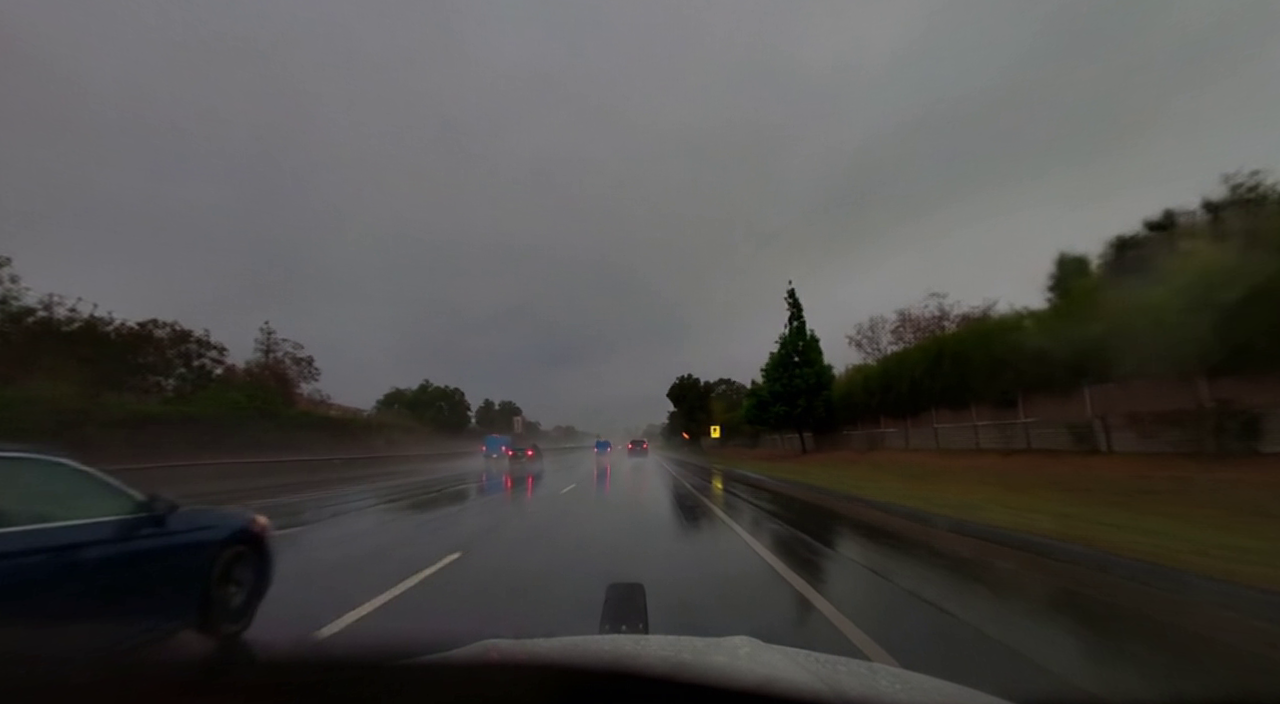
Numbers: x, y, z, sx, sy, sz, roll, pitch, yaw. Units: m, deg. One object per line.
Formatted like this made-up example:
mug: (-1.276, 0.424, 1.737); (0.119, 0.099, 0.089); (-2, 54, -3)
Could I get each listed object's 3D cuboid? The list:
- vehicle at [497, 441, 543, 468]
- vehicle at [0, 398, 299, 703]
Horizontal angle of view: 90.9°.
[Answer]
vehicle: (-7.423, 6.389, 39.449); (2.014, 1.598, 4.015); (0, -8, 1)
vehicle: (-3.511, 0.876, 1.948); (2.081, 1.514, 4.943); (0, -8, 1)
